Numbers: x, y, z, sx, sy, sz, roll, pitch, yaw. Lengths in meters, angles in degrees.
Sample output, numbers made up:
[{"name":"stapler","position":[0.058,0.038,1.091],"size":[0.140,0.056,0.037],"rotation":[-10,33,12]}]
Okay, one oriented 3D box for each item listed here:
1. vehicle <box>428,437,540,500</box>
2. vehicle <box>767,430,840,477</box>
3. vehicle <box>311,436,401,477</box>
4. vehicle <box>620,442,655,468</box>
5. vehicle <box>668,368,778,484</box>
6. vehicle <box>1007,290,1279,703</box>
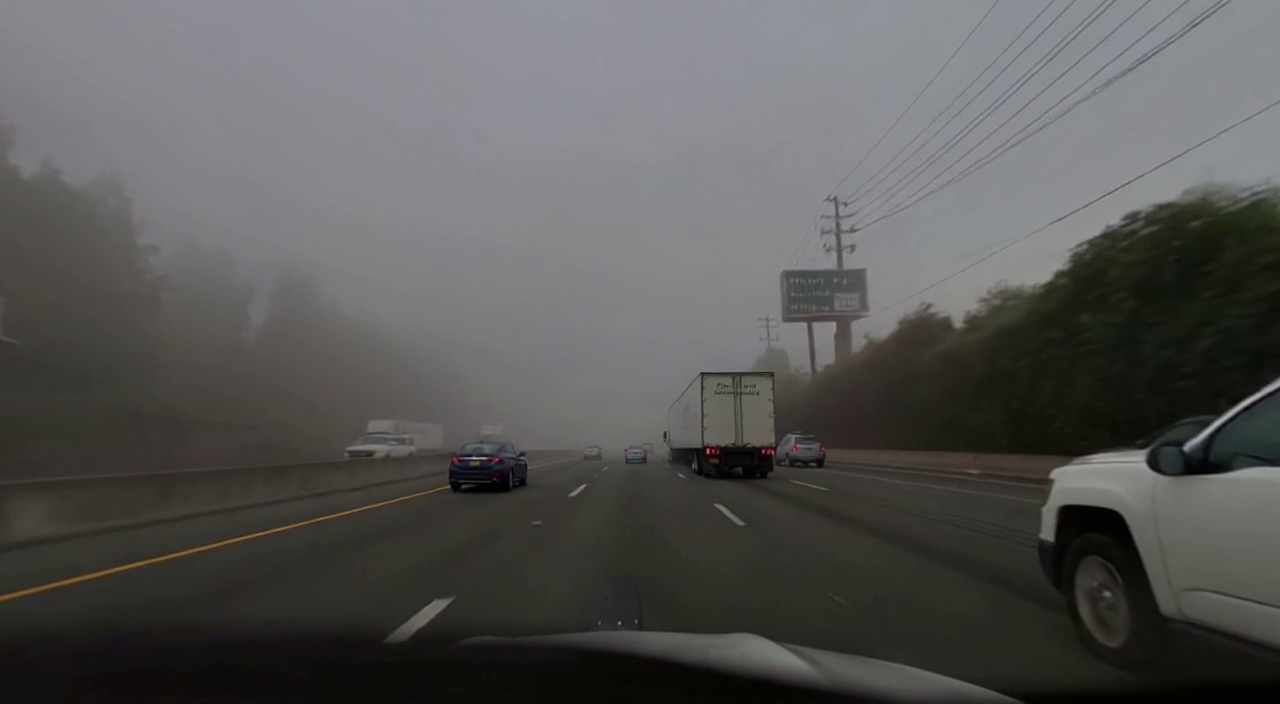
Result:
[{"name":"vehicle","position":[-4.091,3.093,17.199],"size":[1.968,1.507,3.829],"rotation":[0,-8,1]},{"name":"vehicle","position":[7.396,4.633,29.052],"size":[2.079,1.938,4.630],"rotation":[0,-8,0]},{"name":"vehicle","position":[-10.959,4.025,24.583],"size":[1.796,1.470,3.706],"rotation":[0,-8,0]},{"name":"vehicle","position":[-0.107,6.377,39.224],"size":[2.047,1.485,3.938],"rotation":[0,-8,1]},{"name":"vehicle","position":[3.300,3.761,30.524],"size":[2.907,4.109,16.177],"rotation":[0,-8,-1]},{"name":"vehicle","position":[3.333,0.590,1.284],"size":[2.132,1.869,4.978],"rotation":[0,-8,0]}]
